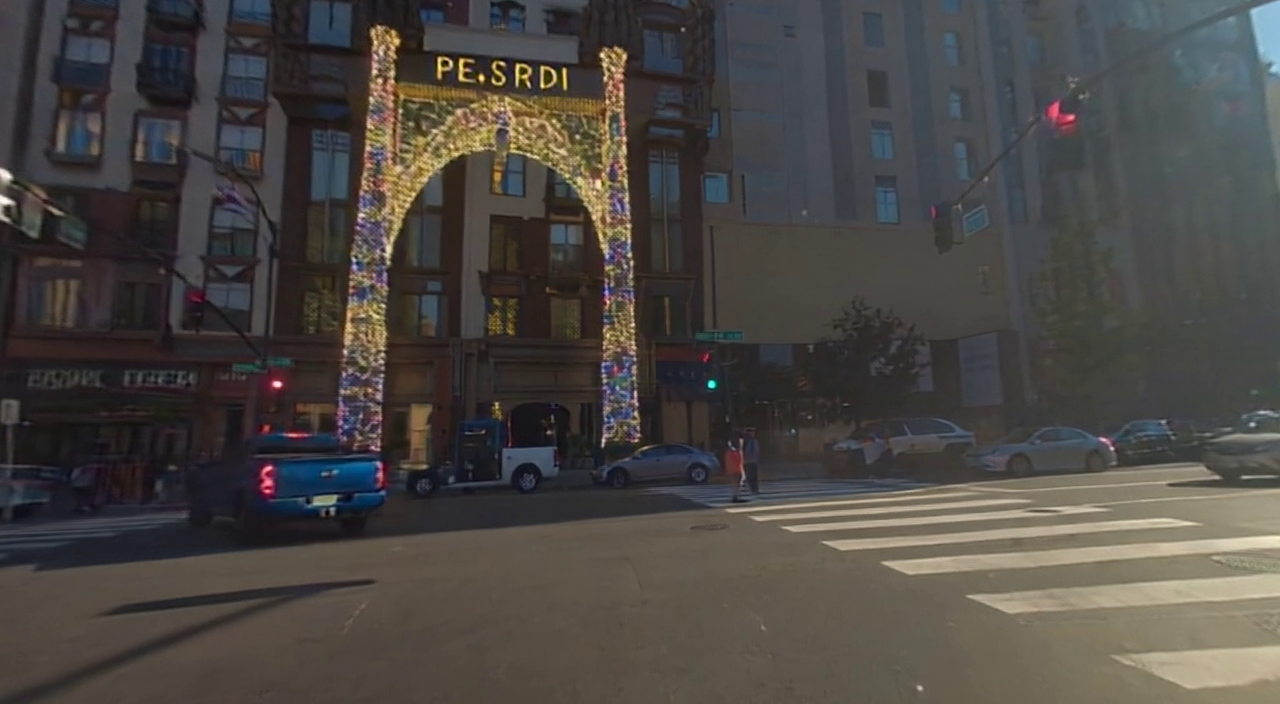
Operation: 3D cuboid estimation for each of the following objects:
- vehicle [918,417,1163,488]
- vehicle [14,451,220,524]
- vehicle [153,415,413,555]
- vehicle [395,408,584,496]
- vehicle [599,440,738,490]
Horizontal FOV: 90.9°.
[{"bbox_3d":[9.198,2.316,14.676,4.600,1.506,1.878,1,-9,-9],"label":"vehicle"},{"bbox_3d":[-16.796,4.328,20.496,4.799,1.909,2.011,-2,-7,-5],"label":"vehicle"},{"bbox_3d":[-6.982,2.356,12.048,5.534,2.020,2.477,-7,-11,41],"label":"vehicle"},{"bbox_3d":[-5.130,3.543,22.563,6.182,2.913,2.526,1,-8,-5],"label":"vehicle"},{"bbox_3d":[0.870,3.803,21.392,4.515,1.583,1.920,1,-8,-4],"label":"vehicle"}]
